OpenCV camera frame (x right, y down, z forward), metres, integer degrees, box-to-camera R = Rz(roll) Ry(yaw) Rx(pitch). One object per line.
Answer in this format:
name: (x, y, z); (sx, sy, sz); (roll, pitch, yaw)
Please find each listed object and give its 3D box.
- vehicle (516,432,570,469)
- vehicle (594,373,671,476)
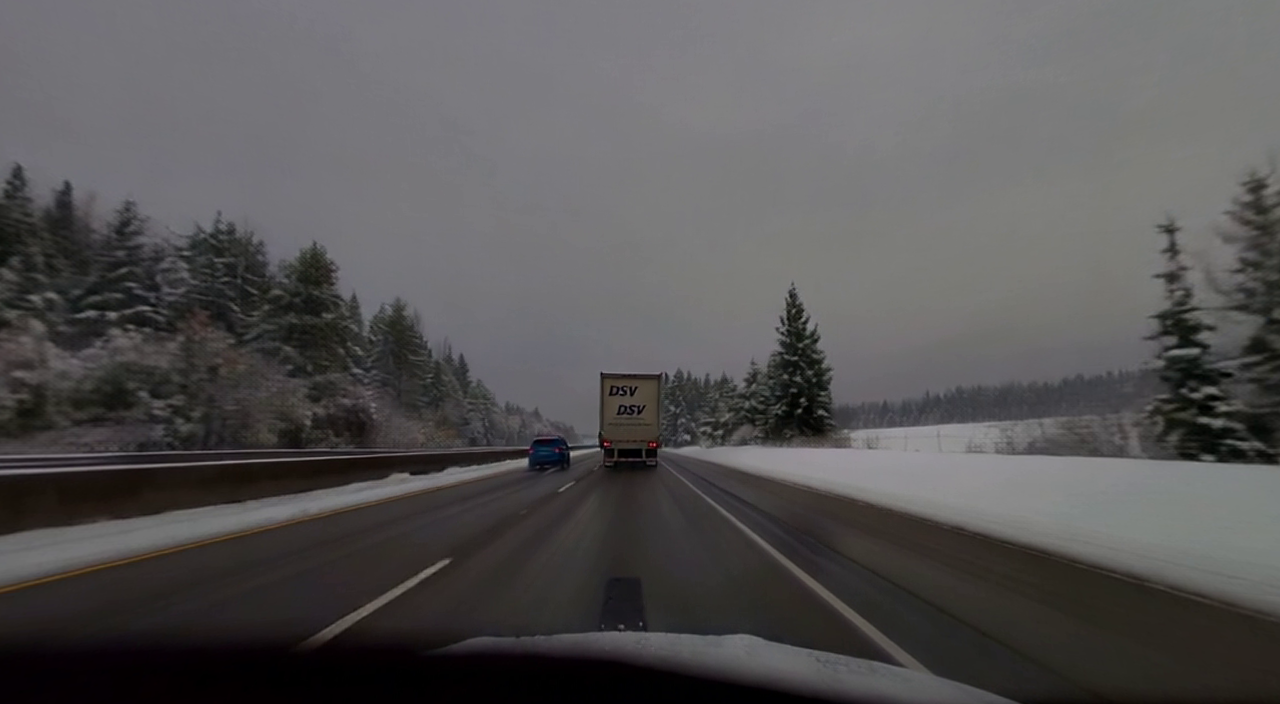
vehicle: (-4.934, 5.082, 32.778); (2.086, 1.778, 4.544); (0, -8, 0)
vehicle: (-0.402, 3.530, 29.590); (2.969, 3.957, 10.270); (0, -8, -1)
